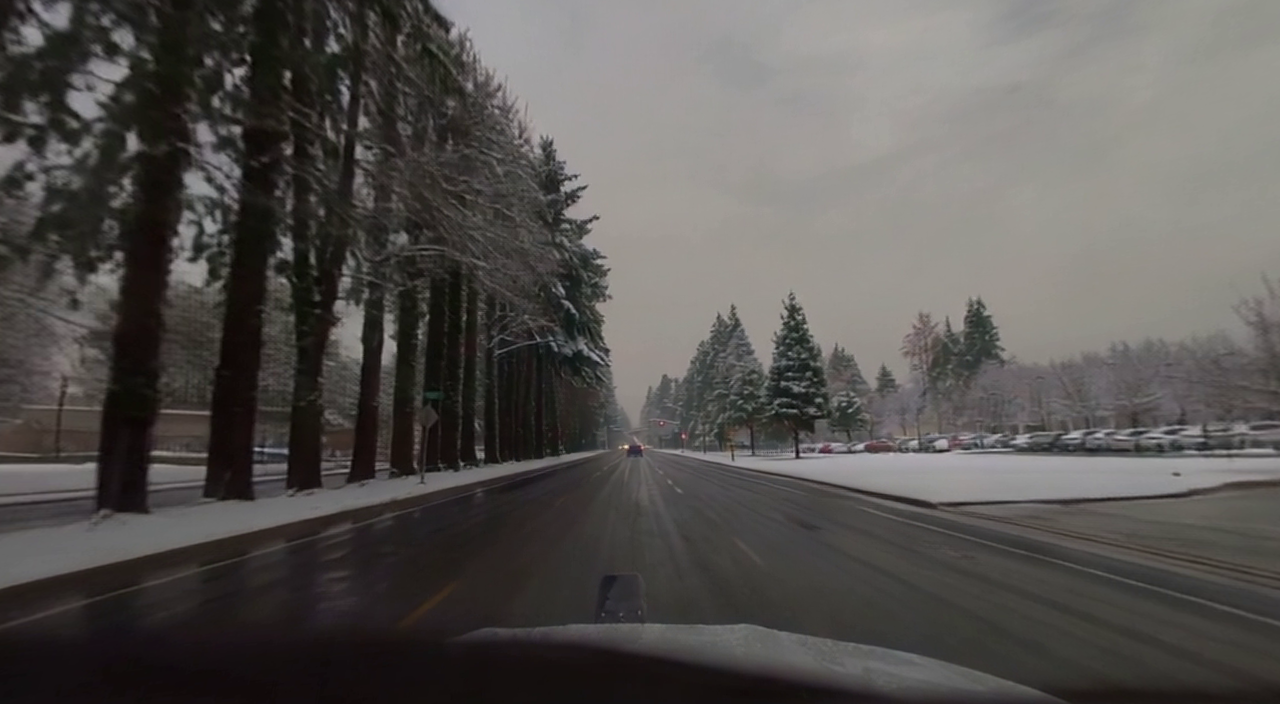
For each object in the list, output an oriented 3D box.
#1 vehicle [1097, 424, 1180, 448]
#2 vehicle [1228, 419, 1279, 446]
[{"bbox_3d":[33.853,5.763,43.054,1.850,1.490,4.701,0,-9,1],"label":"vehicle"},{"bbox_3d":[44.509,5.656,44.159,1.929,1.842,4.959,0,-9,-1],"label":"vehicle"}]
